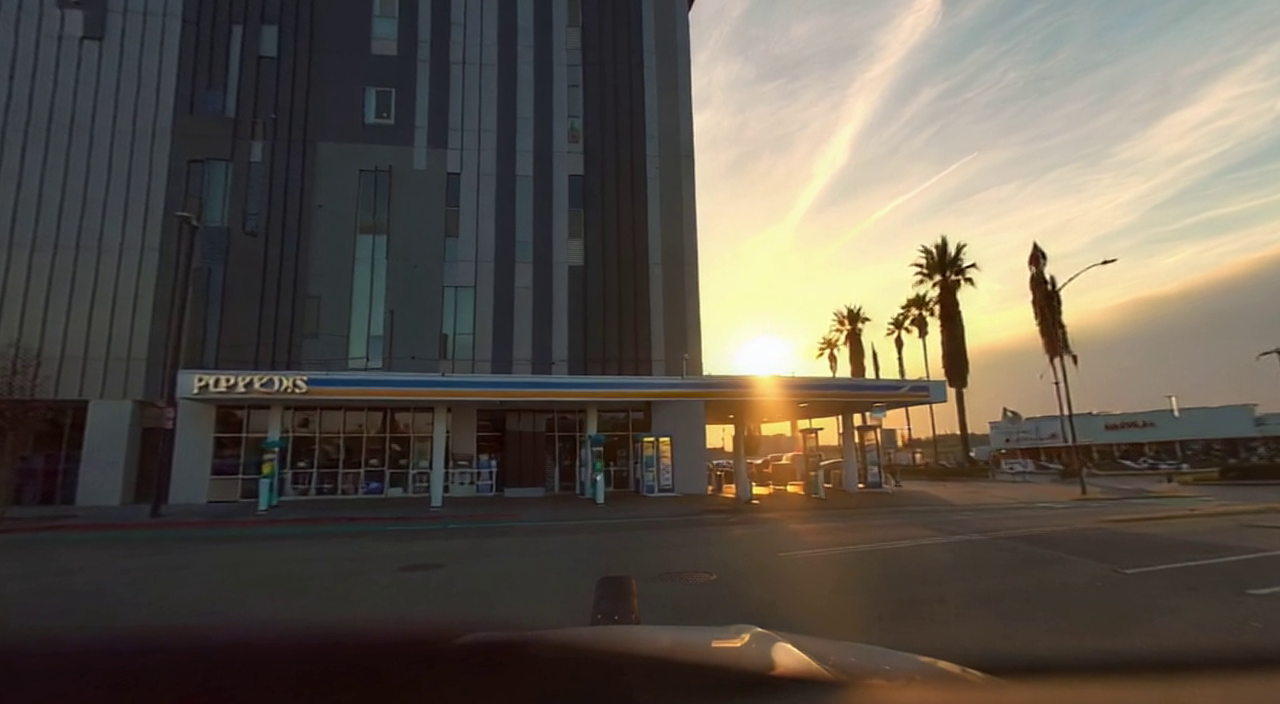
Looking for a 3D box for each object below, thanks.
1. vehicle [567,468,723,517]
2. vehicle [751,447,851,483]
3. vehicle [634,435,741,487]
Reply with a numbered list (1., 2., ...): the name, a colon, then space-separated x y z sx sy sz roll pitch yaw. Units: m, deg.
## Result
1. vehicle: 0.186 4.527 20.685 4.782 1.371 1.763 4 -10 -25
2. vehicle: 11.887 8.309 46.478 7.026 2.329 2.545 5 -8 -24
3. vehicle: 2.726 6.221 36.152 5.524 2.504 2.196 7 -8 -20
